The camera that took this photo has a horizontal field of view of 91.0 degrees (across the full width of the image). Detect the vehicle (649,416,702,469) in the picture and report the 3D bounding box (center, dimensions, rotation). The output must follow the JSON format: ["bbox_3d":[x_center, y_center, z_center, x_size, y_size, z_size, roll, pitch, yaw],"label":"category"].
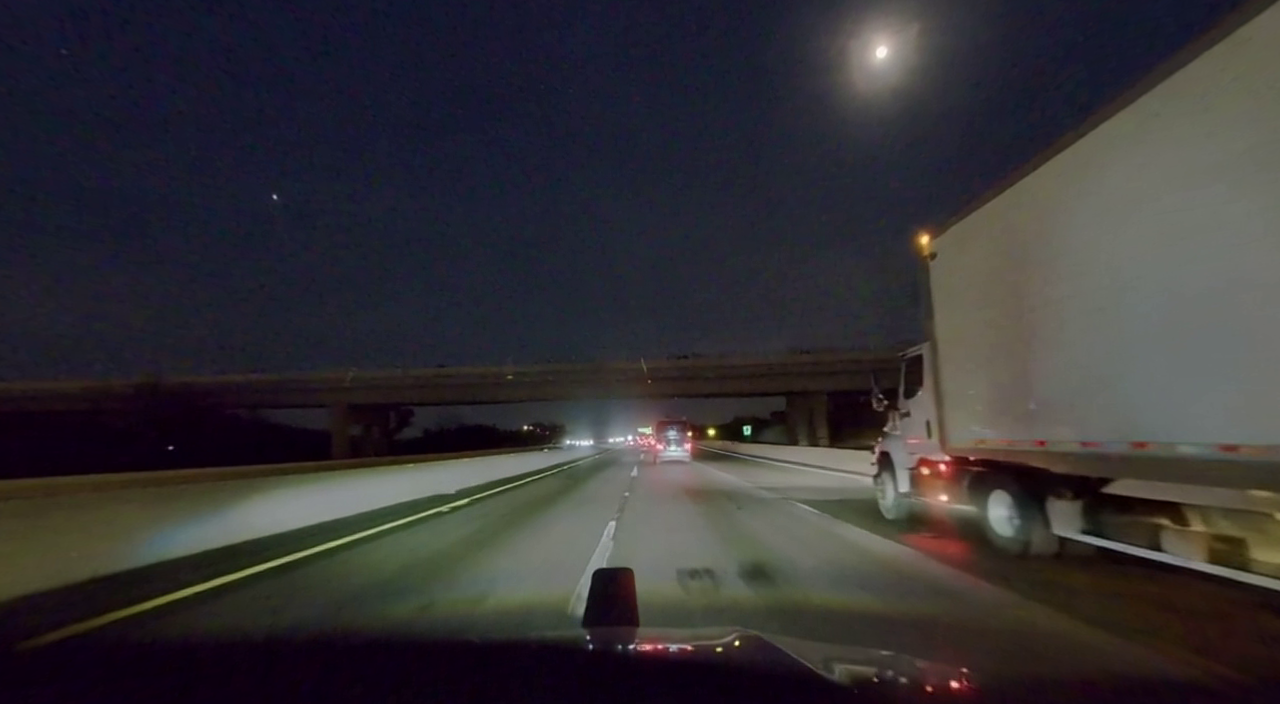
[{"bbox_3d":[1.827,4.971,34.622,2.481,2.618,6.314,0,-8,0],"label":"vehicle"}]

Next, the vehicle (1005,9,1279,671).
[{"bbox_3d":[5.370,-0.461,1.123,2.997,3.983,10.860,1,-8,0],"label":"vehicle"}]
